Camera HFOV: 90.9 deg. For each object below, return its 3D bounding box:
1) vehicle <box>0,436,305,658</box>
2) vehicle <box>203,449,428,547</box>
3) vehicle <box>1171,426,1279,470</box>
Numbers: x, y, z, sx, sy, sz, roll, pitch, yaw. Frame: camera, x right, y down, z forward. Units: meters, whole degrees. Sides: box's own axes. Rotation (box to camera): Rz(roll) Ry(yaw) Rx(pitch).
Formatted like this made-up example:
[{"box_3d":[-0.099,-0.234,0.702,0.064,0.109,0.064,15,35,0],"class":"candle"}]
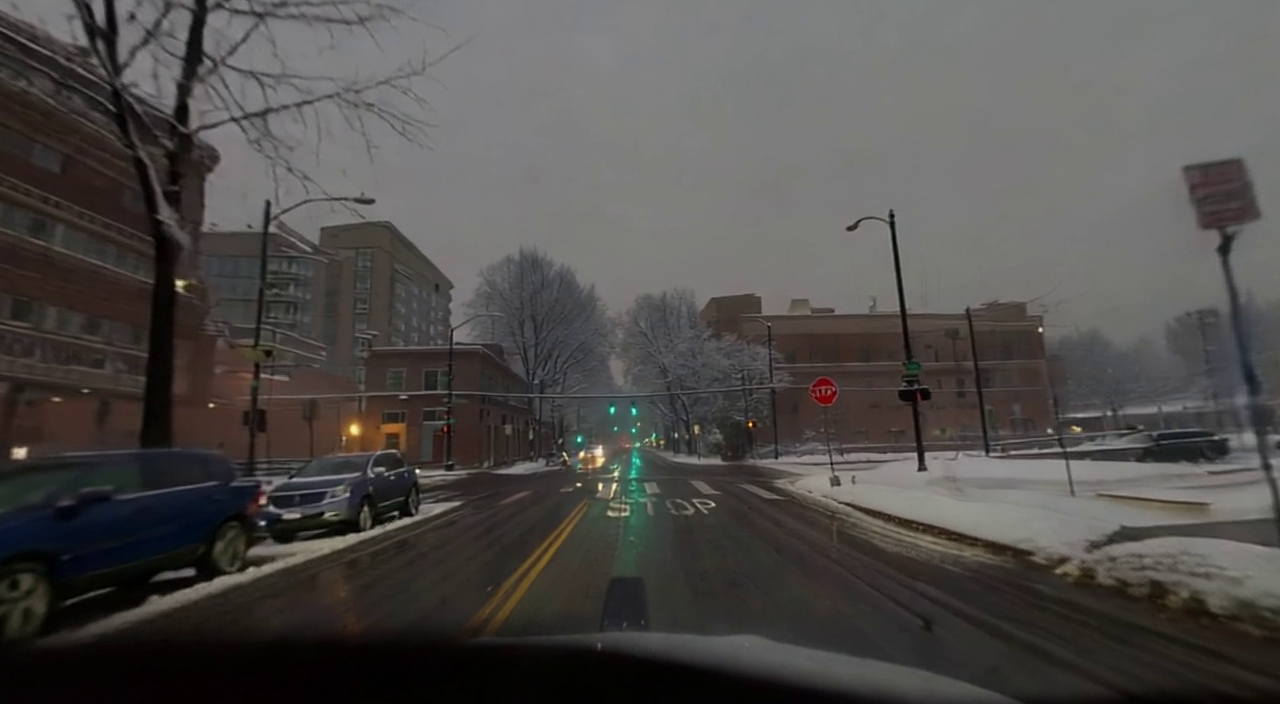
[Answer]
[{"box_3d":[-5.715,1.737,6.602,1.901,1.631,4.570,0,-8,0],"class":"vehicle"},{"box_3d":[-5.770,2.596,12.004,1.874,1.460,4.495,0,-8,0],"class":"vehicle"},{"box_3d":[22.080,3.431,22.573,4.347,1.476,1.926,0,-9,-1],"class":"vehicle"}]
